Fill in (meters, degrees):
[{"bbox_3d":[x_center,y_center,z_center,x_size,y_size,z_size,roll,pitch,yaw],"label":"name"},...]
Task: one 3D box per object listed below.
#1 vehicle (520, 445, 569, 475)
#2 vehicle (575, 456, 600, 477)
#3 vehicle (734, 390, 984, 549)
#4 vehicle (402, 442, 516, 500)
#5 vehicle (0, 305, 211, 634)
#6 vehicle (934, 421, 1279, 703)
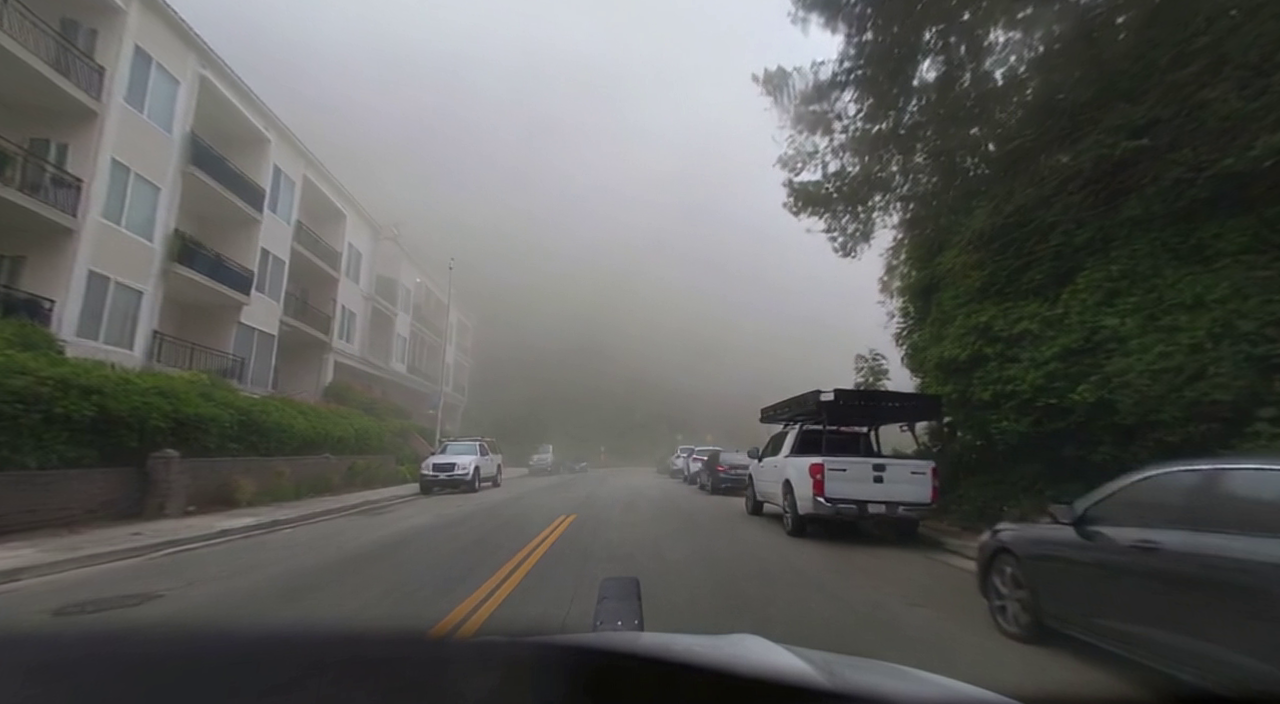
[{"bbox_3d":[-6.672,7.741,44.805,2.692,1.949,5.948,0,-11,-1],"label":"vehicle"},{"bbox_3d":[-4.047,8.996,49.098,1.856,1.474,4.522,1,-12,-3],"label":"vehicle"},{"bbox_3d":[3.436,2.028,11.458,2.482,2.184,5.383,0,-9,-1],"label":"vehicle"},{"bbox_3d":[-6.366,4.258,23.046,2.374,1.843,5.638,0,-9,1],"label":"vehicle"},{"bbox_3d":[-6.179,1.071,5.944,1.944,2.626,3.160,0,-8,-2],"label":"vehicle"},{"bbox_3d":[3.582,1.115,3.025,1.866,1.510,4.615,1,-9,-4],"label":"vehicle"}]
